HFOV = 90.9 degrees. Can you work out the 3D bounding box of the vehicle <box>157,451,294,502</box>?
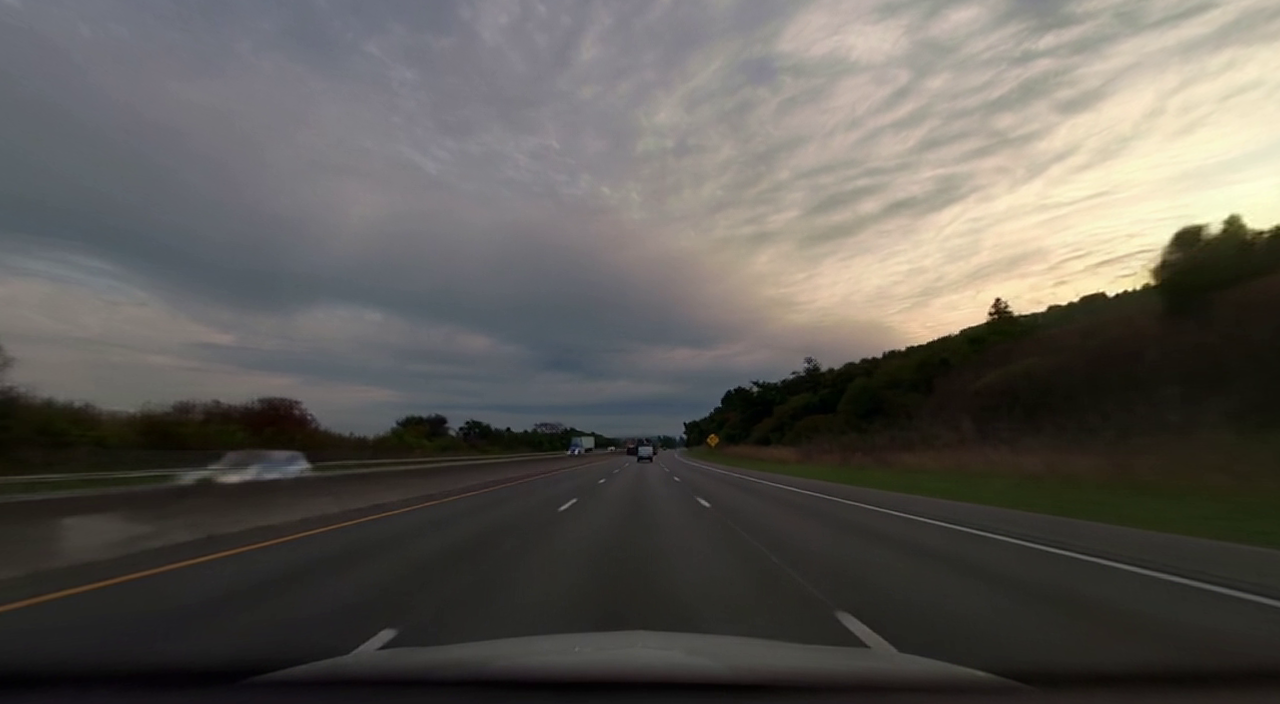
[{"bbox_3d":[-14.607,4.373,22.560,1.903,1.595,4.306,0,-9,1],"label":"vehicle"}]
